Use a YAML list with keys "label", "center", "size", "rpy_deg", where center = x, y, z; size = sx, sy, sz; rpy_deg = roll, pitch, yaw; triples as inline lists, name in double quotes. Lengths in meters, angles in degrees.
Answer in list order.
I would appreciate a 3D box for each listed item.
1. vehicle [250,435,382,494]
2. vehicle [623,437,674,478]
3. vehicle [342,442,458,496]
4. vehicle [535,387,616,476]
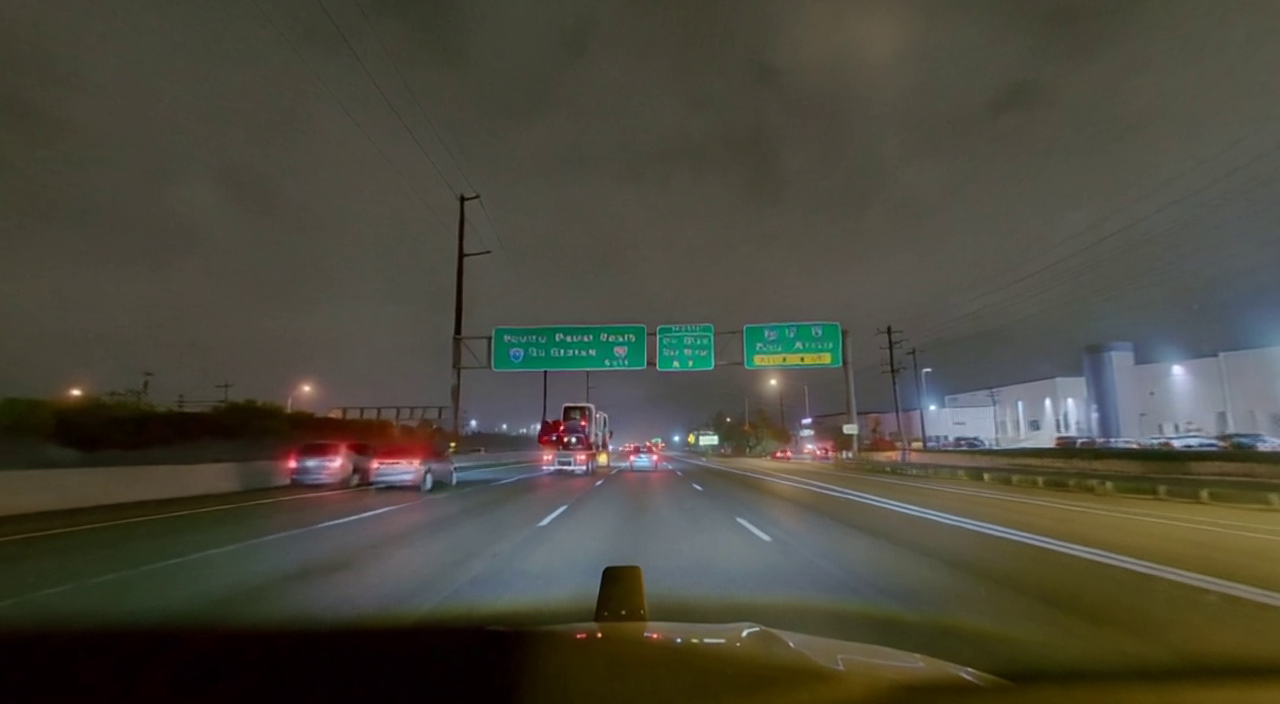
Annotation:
- label: "vehicle"
  center: [-10.427, 3.627, 20.740]
  size: [1.997, 1.692, 4.294]
  rpy_deg: [0, -8, 1]
- label: "vehicle"
  center: [0.386, 5.129, 30.892]
  size: [2.279, 1.837, 4.747]
  rpy_deg: [0, -8, 0]
- label: "vehicle"
  center: [-7.357, 3.602, 19.851]
  size: [1.945, 1.482, 4.109]
  rpy_deg: [0, -8, 2]
- label: "vehicle"
  center: [-3.465, 5.061, 38.891]
  size: [2.888, 4.308, 16.259]
  rpy_deg: [0, -8, 1]
